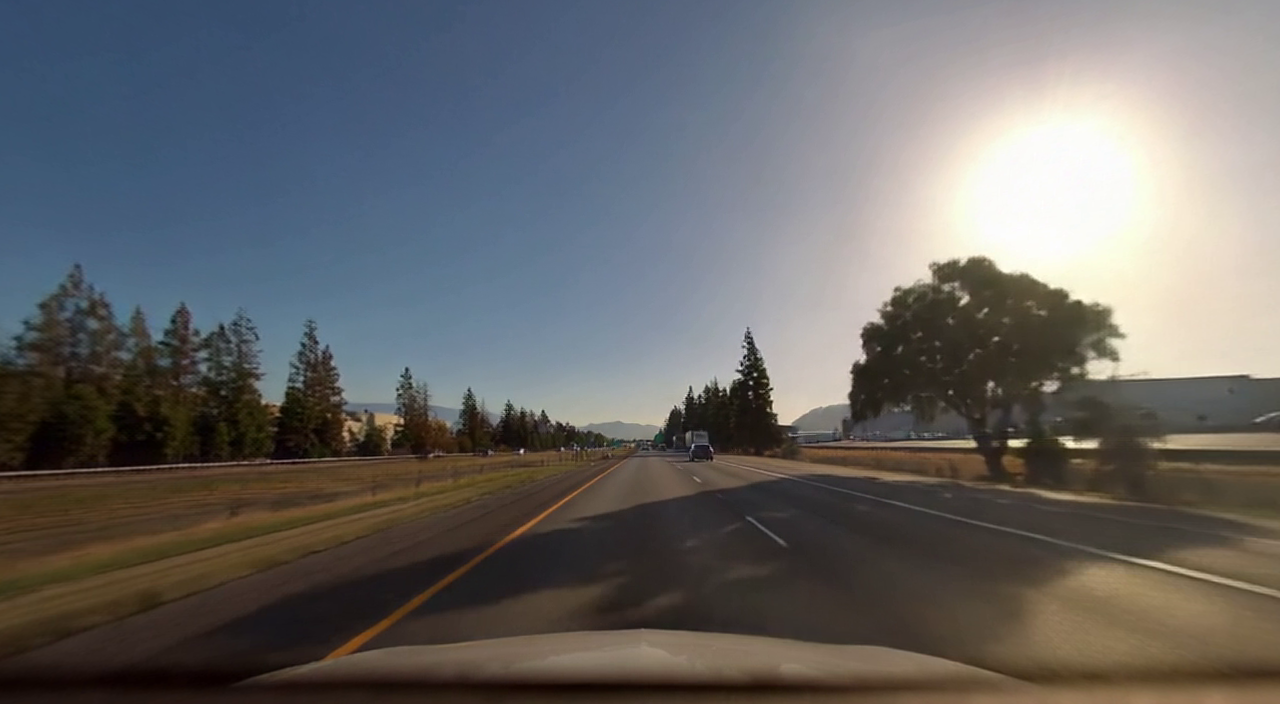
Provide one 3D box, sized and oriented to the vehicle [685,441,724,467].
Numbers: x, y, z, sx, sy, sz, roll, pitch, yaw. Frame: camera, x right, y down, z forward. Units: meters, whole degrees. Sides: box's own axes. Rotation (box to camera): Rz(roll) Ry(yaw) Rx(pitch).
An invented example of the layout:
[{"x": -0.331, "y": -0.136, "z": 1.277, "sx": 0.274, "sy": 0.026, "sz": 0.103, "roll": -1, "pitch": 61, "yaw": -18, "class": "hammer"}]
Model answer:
[{"x": 4.084, "y": 6.539, "z": 40.635, "sx": 2.062, "sy": 1.518, "sz": 4.026, "roll": 0, "pitch": -8, "yaw": 0, "class": "vehicle"}]
